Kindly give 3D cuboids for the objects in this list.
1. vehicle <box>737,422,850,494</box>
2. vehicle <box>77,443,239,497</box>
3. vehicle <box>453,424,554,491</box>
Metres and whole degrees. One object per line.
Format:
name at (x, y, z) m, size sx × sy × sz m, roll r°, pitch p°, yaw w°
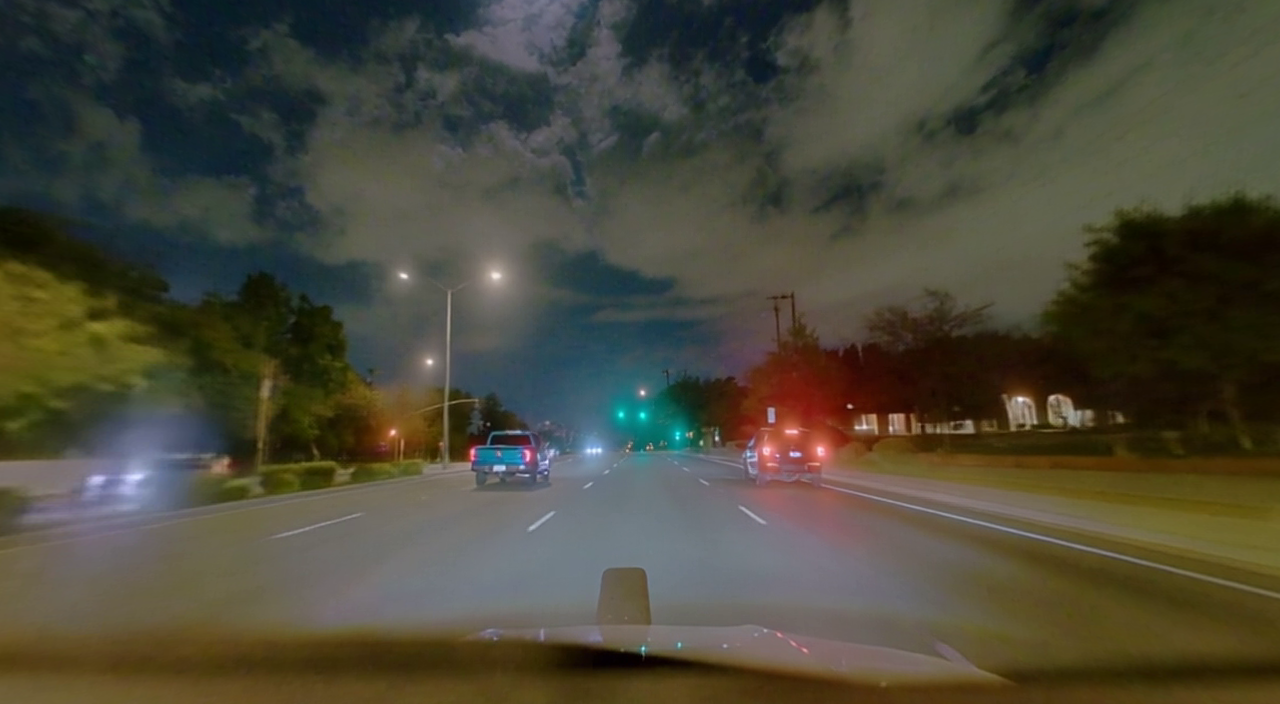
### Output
vehicle at (4.117, 2.930, 17.742) m, size 2.016 × 1.736 × 4.356 m, roll 0°, pitch -8°, yaw -1°
vehicle at (-17.277, 4.197, 23.004) m, size 2.059 × 1.743 × 4.779 m, roll 0°, pitch -8°, yaw 1°
vehicle at (-3.931, 3.150, 19.090) m, size 2.002 × 1.747 × 4.728 m, roll 0°, pitch -8°, yaw 0°
